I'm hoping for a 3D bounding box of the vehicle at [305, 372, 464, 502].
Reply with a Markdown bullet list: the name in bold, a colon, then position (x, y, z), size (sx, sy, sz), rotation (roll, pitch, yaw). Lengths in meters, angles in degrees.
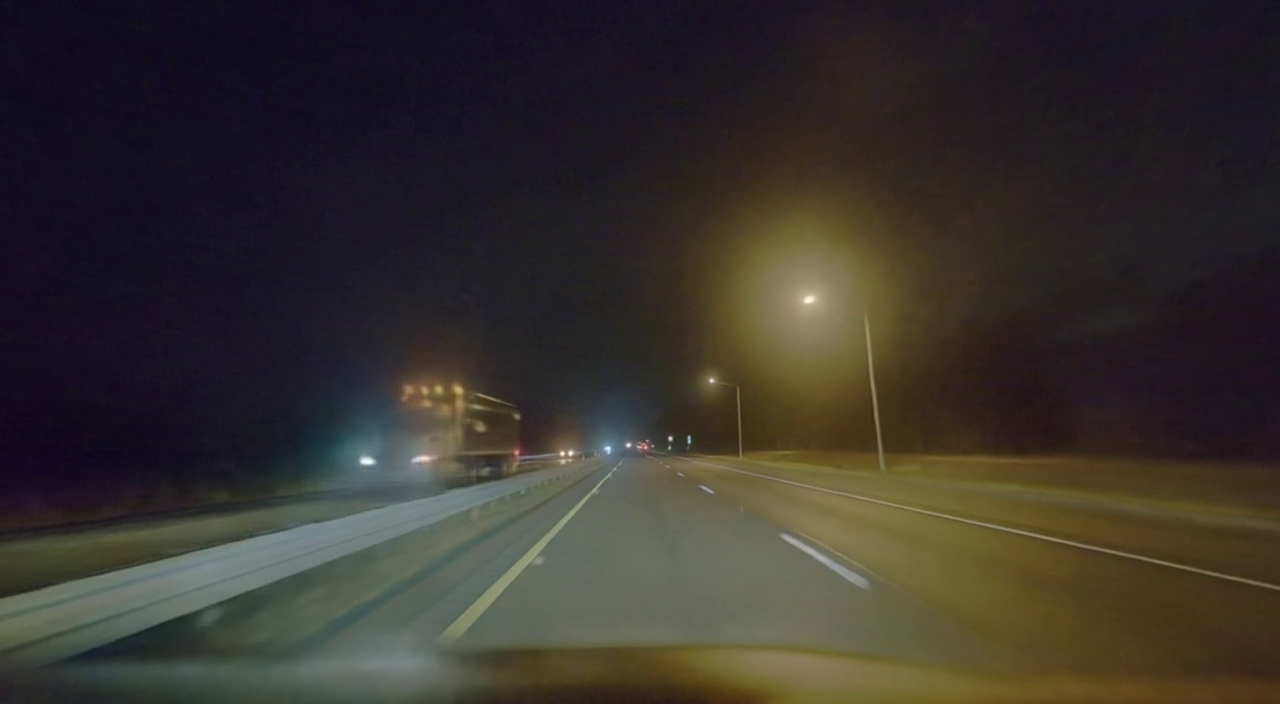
- **vehicle**: position (-8.765, 3.077, 22.489), size (3.106, 3.995, 5.903), rotation (0, -9, 0)
